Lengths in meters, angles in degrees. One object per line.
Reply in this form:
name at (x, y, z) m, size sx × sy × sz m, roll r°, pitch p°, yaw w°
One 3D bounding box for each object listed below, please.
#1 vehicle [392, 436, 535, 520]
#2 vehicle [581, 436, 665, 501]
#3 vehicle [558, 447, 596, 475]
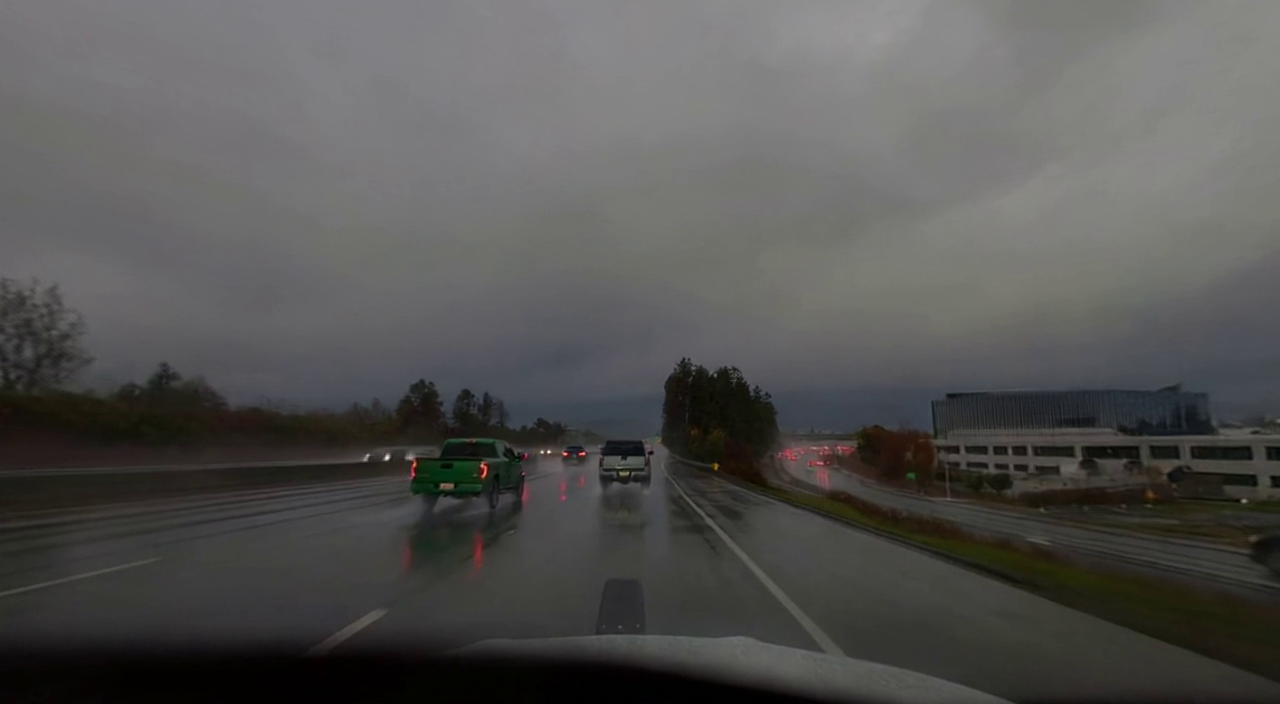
vehicle at (-4.084, 2.987, 15.672) m, size 2.038 × 1.704 × 5.181 m, roll 0°, pitch -8°, yaw 0°
vehicle at (-0.448, 3.518, 19.574) m, size 2.293 × 1.753 × 4.380 m, roll 0°, pitch -8°, yaw 1°
vehicle at (-4.163, 7.295, 42.632) m, size 1.991 × 1.776 × 4.333 m, roll 0°, pitch -8°, yaw 2°
